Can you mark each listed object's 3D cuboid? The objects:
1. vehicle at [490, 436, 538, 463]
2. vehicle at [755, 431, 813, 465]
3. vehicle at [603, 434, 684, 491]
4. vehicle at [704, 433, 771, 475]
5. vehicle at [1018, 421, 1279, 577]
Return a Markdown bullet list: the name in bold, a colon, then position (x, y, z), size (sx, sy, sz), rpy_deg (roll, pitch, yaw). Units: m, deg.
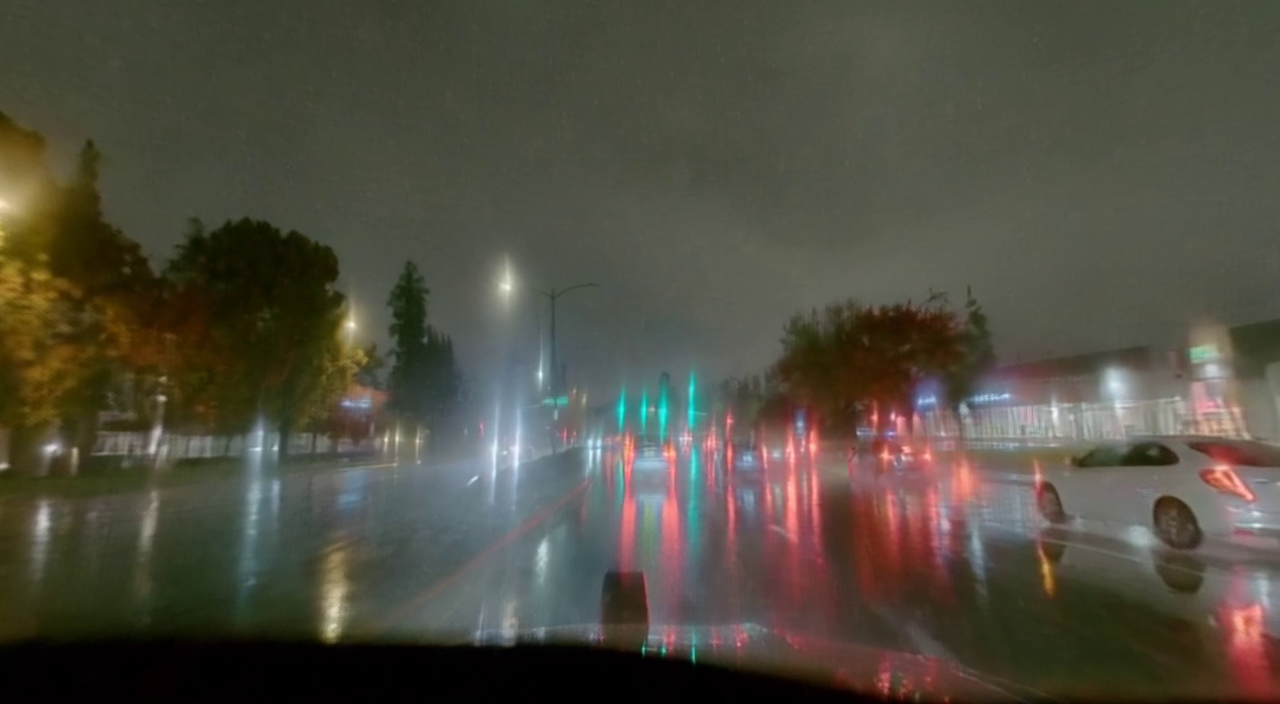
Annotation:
- **vehicle**: position (-8.160, 6.356, 41.266), size (2.044, 1.610, 4.463), rpy_deg (-1, -8, 3)
- **vehicle**: position (7.644, 5.136, 33.874), size (2.044, 1.701, 4.397), rpy_deg (0, -8, 0)
- **vehicle**: position (0.140, 3.163, 18.387), size (2.096, 1.473, 3.893), rpy_deg (0, -8, 2)
- **vehicle**: position (3.787, 4.050, 25.202), size (1.988, 1.528, 4.144), rpy_deg (0, -8, 0)
- **vehicle**: position (7.233, 1.746, 8.249), size (1.892, 1.515, 4.400), rpy_deg (0, -8, 1)
